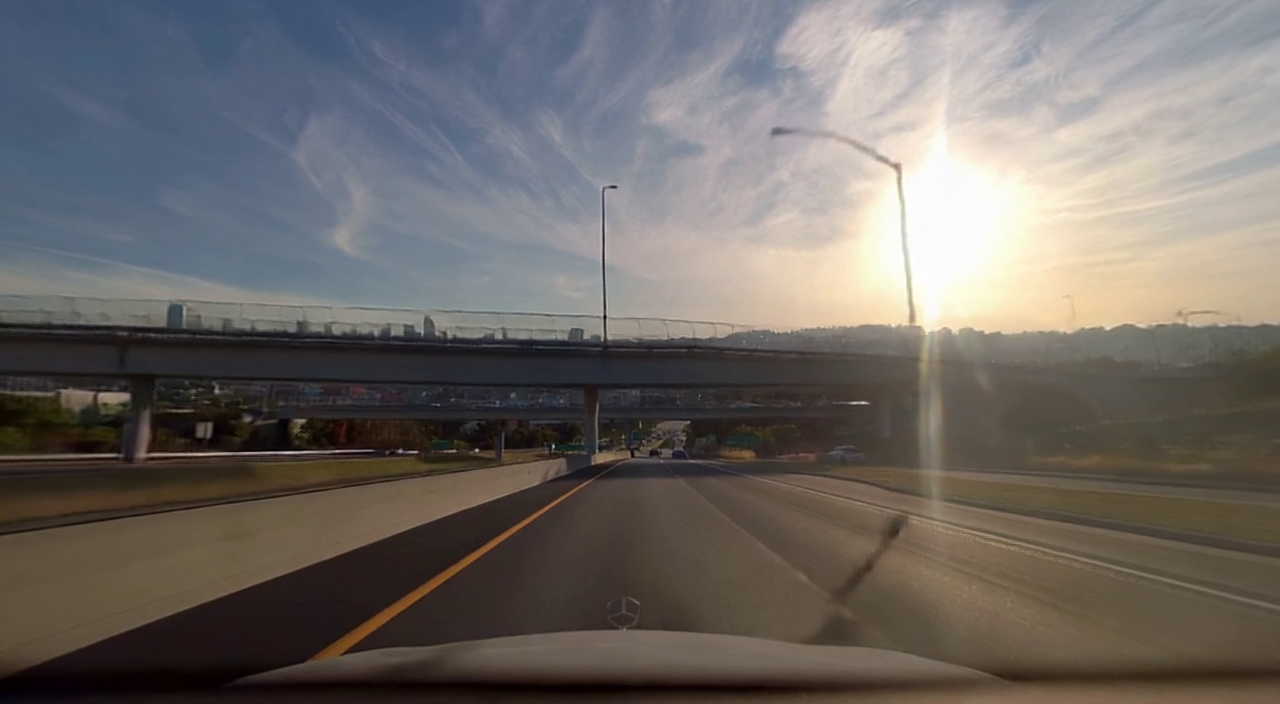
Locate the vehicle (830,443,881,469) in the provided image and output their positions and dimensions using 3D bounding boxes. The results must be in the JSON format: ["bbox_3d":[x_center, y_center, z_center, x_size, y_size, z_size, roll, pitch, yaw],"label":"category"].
[{"bbox_3d":[13.944,6.728,40.954,1.770,1.578,3.997,0,-9,-2],"label":"vehicle"}]
